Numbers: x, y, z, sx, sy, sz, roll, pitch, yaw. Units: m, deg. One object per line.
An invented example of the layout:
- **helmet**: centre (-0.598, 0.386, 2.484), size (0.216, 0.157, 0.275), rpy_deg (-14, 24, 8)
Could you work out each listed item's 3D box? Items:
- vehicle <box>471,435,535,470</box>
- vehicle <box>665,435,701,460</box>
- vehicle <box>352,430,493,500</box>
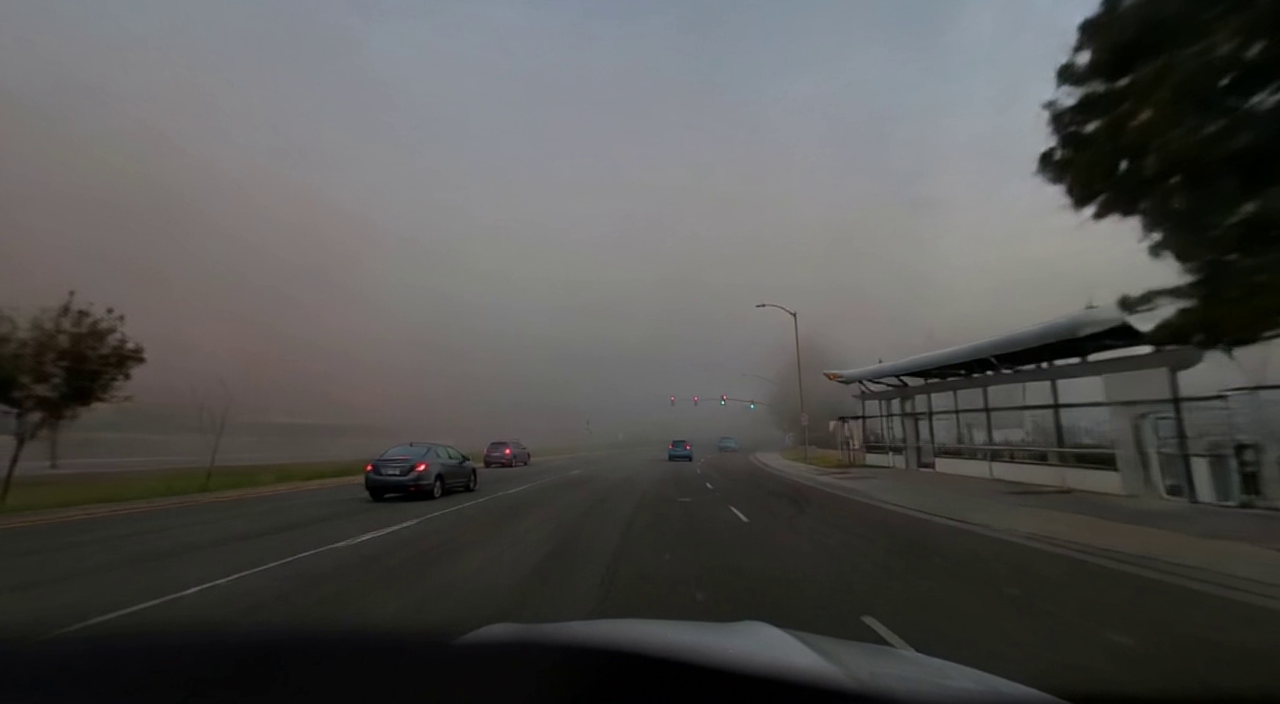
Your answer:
- **vehicle**: centre (-7.434, 5.508, 34.808), size (2.097, 1.782, 4.682), rpy_deg (-1, -8, 6)
- **vehicle**: centre (3.359, 7.405, 48.847), size (2.345, 1.803, 4.261), rpy_deg (-1, -8, 9)
- **vehicle**: centre (-5.990, 3.151, 18.085), size (2.181, 1.728, 4.515), rpy_deg (-1, -8, 4)
